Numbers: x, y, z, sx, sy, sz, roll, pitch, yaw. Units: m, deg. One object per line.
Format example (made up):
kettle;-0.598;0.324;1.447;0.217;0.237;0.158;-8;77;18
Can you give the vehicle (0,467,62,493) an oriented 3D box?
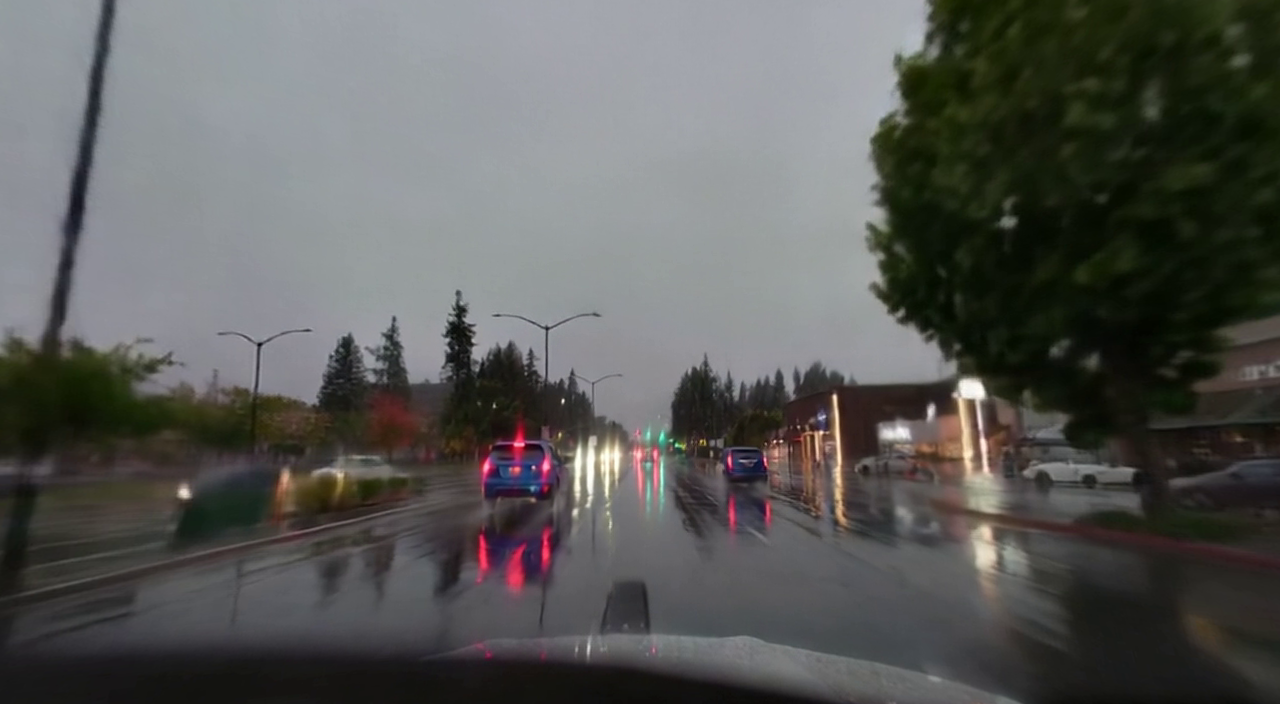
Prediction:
vehicle;-38.878;8.099;40.099;3.857;1.463;1.808;-5;-10;28

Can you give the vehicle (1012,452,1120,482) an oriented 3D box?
vehicle;29.371;7.907;43.587;5.672;1.918;2.236;0;-9;4

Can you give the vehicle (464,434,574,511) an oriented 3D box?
vehicle;-3.121;3.209;17.295;2.047;1.810;4.414;0;-9;1

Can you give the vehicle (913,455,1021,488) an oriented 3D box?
vehicle;16.797;6.132;32.557;4.479;1.445;1.946;-1;-8;-2

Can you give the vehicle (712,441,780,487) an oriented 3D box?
vehicle;4.422;4.732;26.964;2.083;1.779;4.347;0;-9;-1
